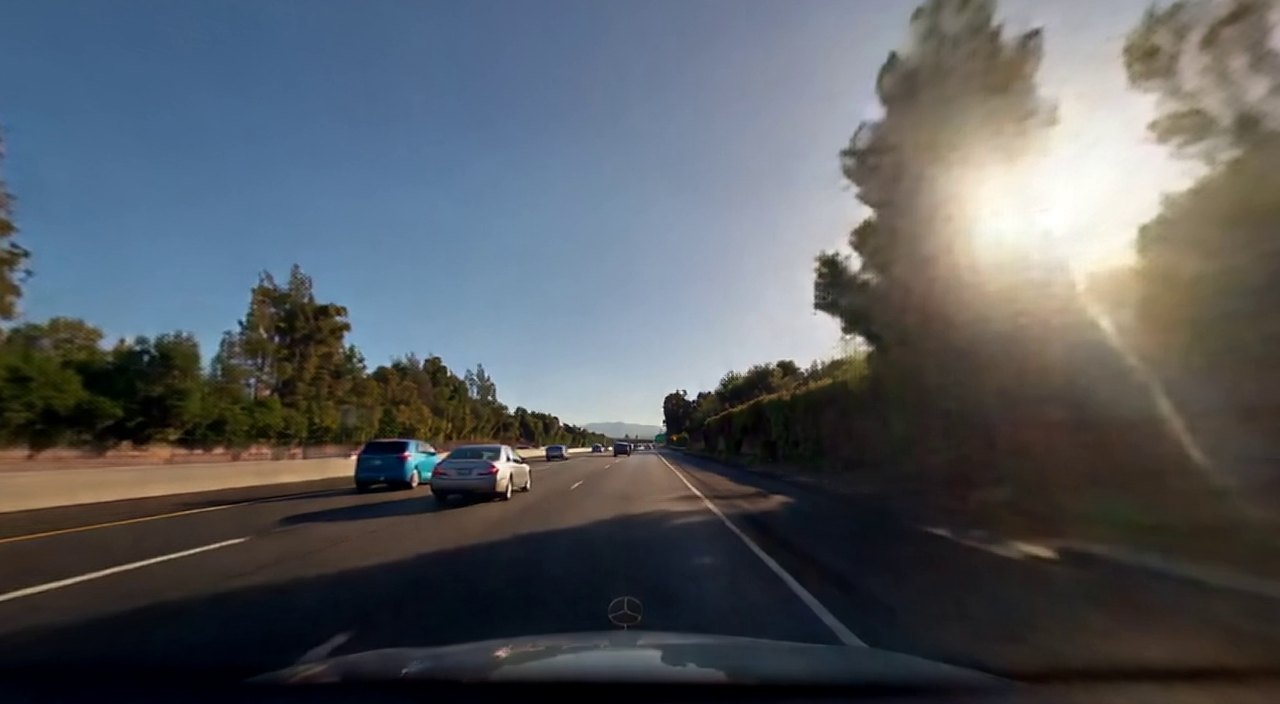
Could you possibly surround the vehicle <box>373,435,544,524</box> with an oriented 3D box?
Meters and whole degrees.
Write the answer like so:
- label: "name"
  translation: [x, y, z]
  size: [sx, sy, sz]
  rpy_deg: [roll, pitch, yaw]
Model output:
- label: "vehicle"
  translation: [-3.542, 2.589, 13.500]
  size: [2.081, 1.514, 4.943]
  rpy_deg: [0, -8, 1]
